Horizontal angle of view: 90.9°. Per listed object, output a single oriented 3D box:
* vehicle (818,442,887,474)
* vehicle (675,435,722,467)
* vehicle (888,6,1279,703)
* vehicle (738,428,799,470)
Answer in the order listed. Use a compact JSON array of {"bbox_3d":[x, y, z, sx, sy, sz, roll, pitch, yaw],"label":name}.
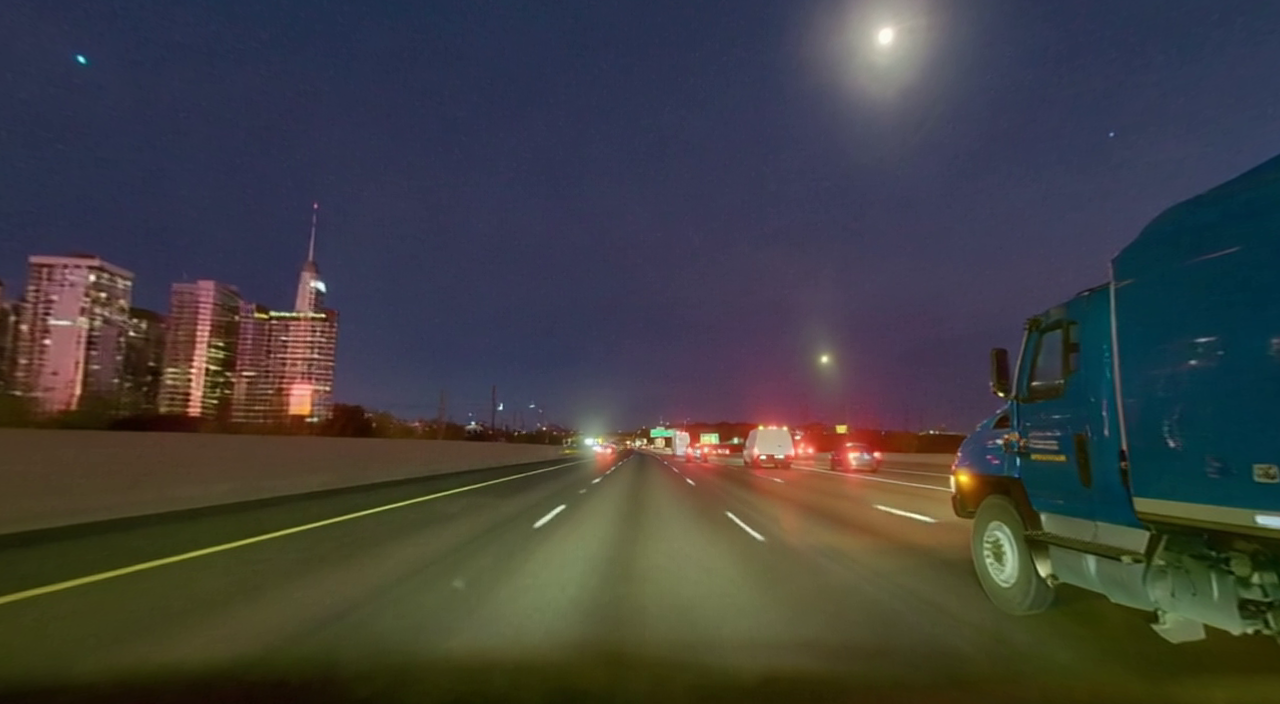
[{"bbox_3d":[10.769,5.403,32.357,1.976,1.474,4.779,0,-9,1],"label":"vehicle"},{"bbox_3d":[3.723,6.480,41.422,2.464,1.961,5.520,0,-8,-1],"label":"vehicle"},{"bbox_3d":[3.354,0.162,1.604,2.436,2.745,7.034,0,-8,-1],"label":"vehicle"},{"bbox_3d":[7.274,5.580,36.289,2.301,2.203,5.419,0,-8,-1],"label":"vehicle"}]
